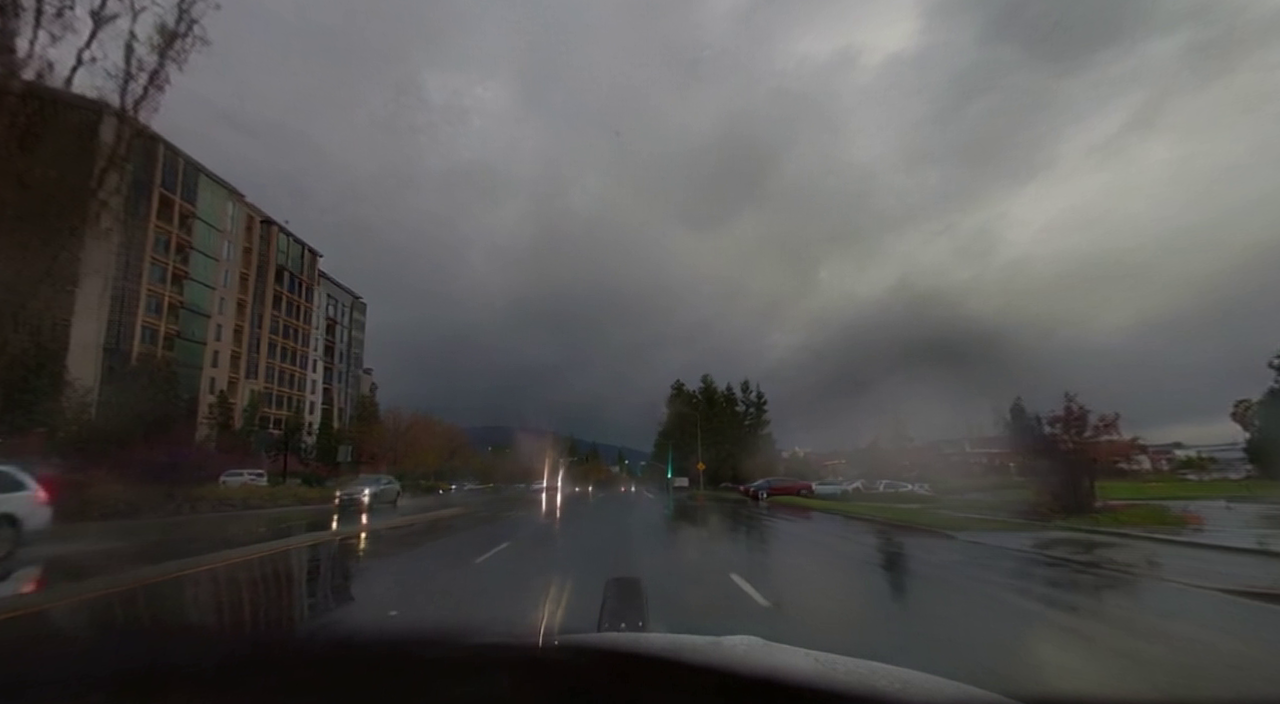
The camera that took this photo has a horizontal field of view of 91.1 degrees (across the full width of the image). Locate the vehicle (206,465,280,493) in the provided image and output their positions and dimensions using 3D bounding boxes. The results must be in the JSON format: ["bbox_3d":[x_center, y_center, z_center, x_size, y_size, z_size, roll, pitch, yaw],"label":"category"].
[{"bbox_3d":[-28.359,9.123,44.911,3.770,1.737,2.102,-1,-15,-3],"label":"vehicle"}]

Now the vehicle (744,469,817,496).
[{"bbox_3d":[10.321,9.622,46.526,4.903,1.831,2.098,0,-9,1],"label":"vehicle"}]

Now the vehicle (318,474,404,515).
[{"bbox_3d":[-12.544,6.406,28.560,1.941,1.511,4.348,0,-9,0],"label":"vehicle"}]
